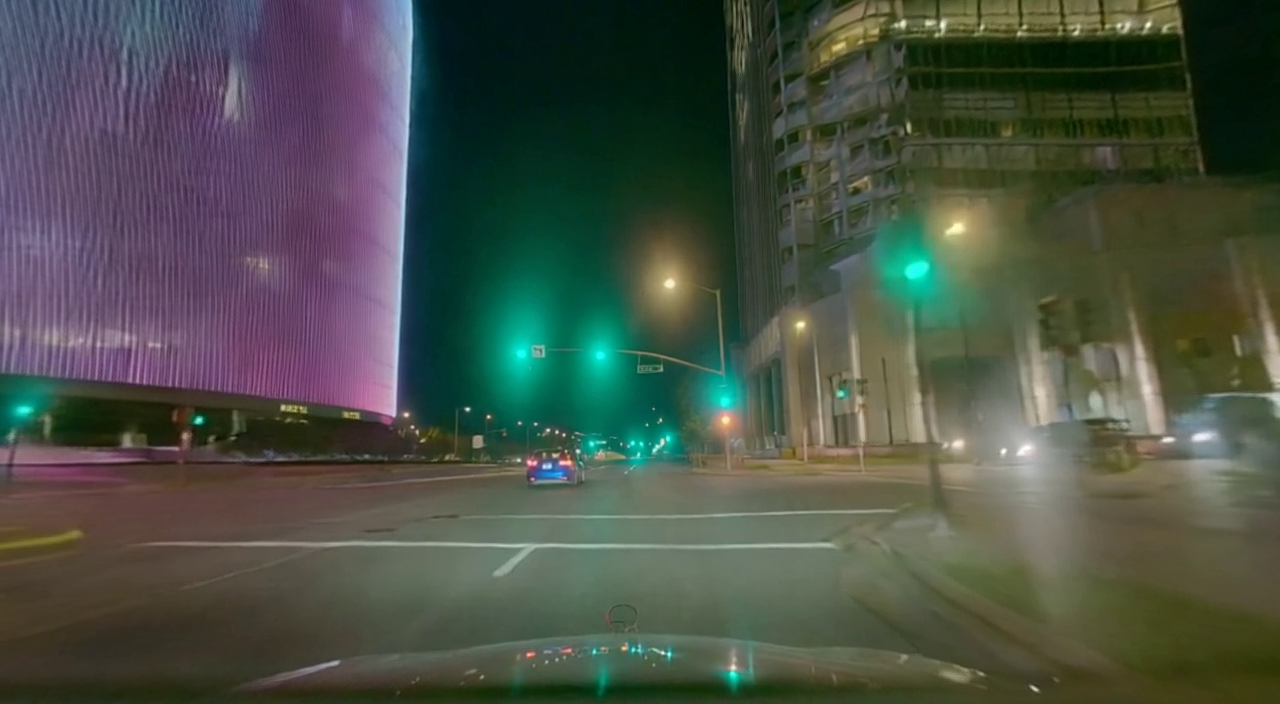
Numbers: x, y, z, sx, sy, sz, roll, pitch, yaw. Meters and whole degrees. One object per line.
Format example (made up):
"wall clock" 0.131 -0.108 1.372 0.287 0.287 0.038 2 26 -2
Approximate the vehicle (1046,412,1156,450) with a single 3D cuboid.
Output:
"vehicle" 21.963 3.865 30.274 1.928 1.707 4.381 0 -9 0

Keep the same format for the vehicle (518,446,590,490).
"vehicle" -3.127 4.331 23.826 1.971 1.486 4.380 -1 -9 2

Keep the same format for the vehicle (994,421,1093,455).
"vehicle" 19.297 4.186 30.368 2.004 1.530 4.158 0 -9 0

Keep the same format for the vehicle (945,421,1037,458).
"vehicle" 16.717 4.240 30.277 1.851 1.594 4.324 0 -9 0
